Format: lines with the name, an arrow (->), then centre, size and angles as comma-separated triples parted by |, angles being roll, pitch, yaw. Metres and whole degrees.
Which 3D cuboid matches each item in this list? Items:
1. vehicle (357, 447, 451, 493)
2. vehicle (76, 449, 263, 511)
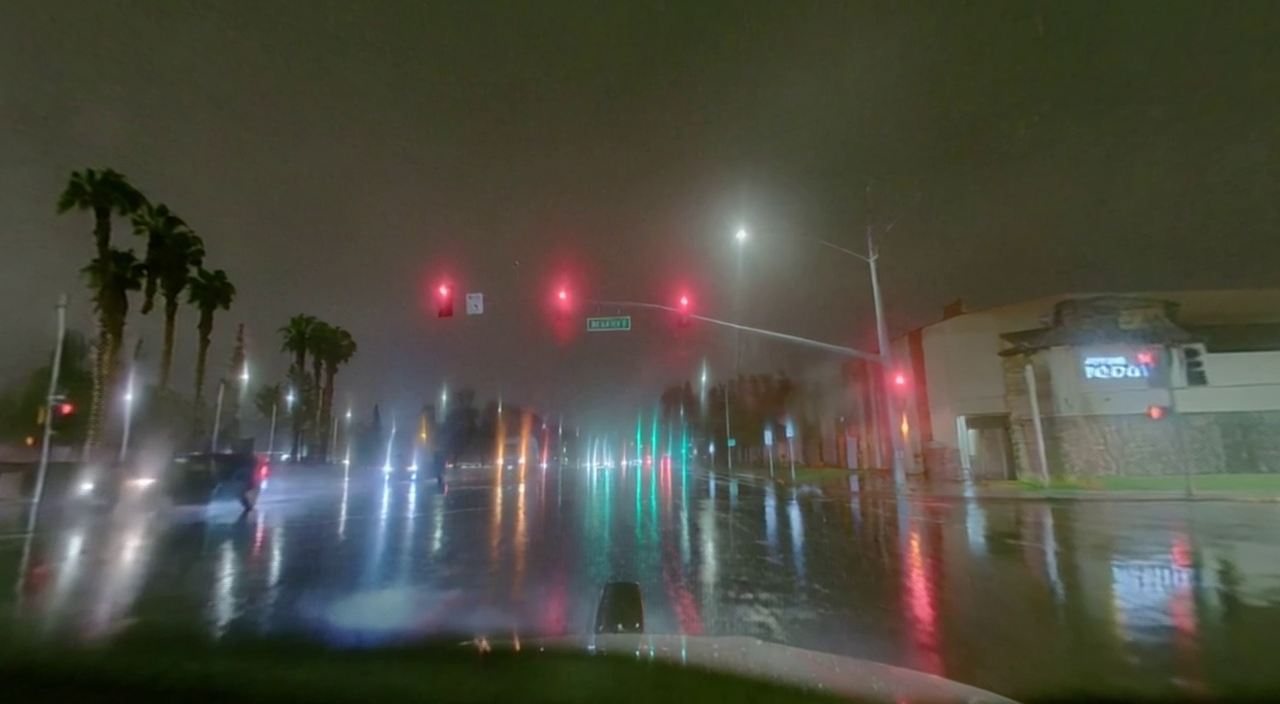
vehicle -> -9.434, 4.728, 25.703 | 2.074, 1.681, 4.417 | 0, -9, 1
vehicle -> -13.972, 3.787, 19.230 | 1.995, 1.632, 4.609 | -1, -9, 3
